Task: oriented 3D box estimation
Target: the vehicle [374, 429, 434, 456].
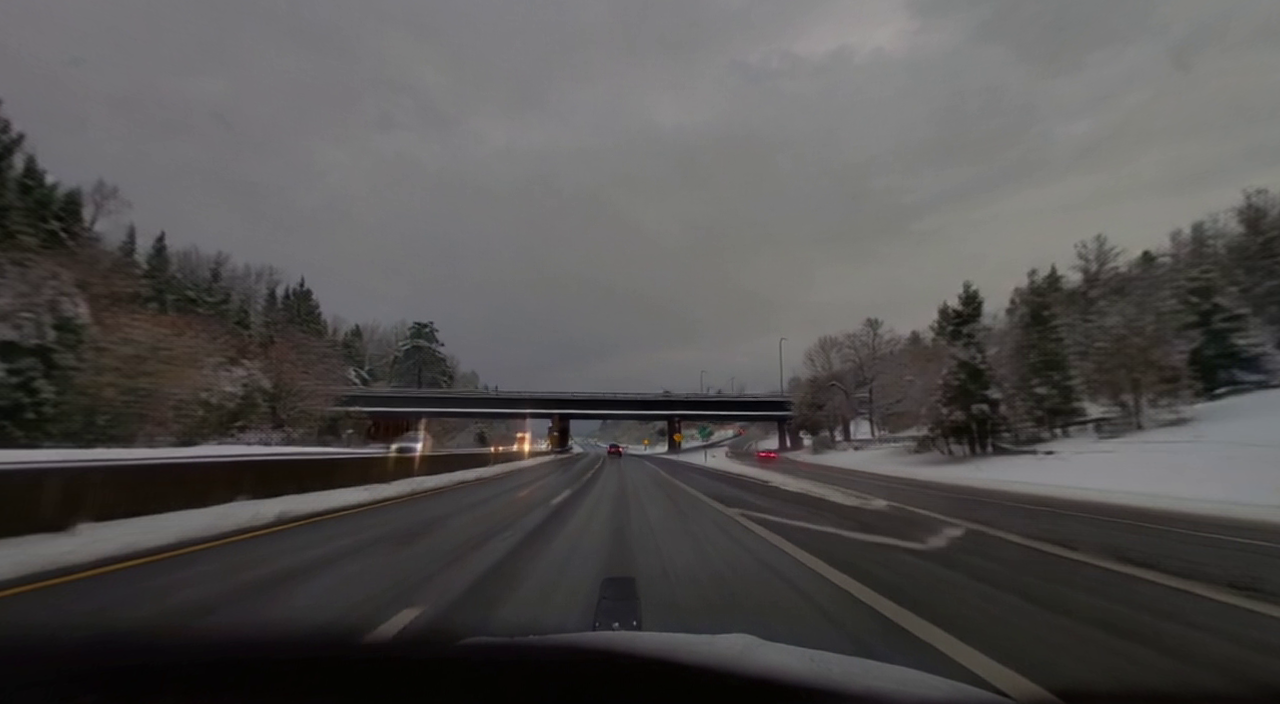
[{"bbox_3d":[-14.112,5.464,37.691,1.974,1.541,4.247,0,-9,-1],"label":"vehicle"}]
